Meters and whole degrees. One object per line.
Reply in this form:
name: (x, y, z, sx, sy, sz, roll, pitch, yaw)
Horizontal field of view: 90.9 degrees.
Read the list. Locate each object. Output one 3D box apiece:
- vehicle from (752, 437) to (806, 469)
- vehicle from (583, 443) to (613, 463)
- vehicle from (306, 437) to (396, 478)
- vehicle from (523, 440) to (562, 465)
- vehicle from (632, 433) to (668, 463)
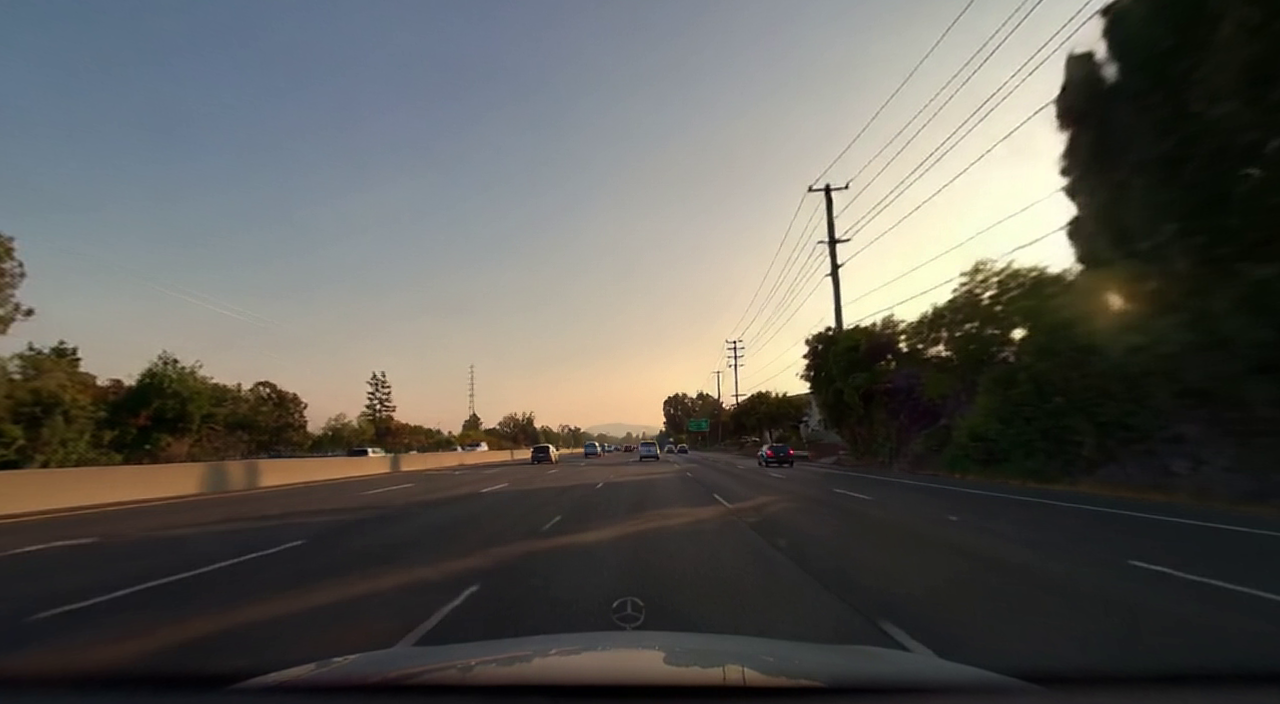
vehicle: (7.691, 5.635, 35.313, 1.937, 1.698, 4.322, 0, -8, -1)
vehicle: (-3.276, 7.931, 49.535, 1.979, 1.469, 4.378, 0, -8, 1)
vehicle: (-14.311, 5.213, 31.544, 2.149, 1.846, 4.713, -1, -8, 1)
vehicle: (-6.994, 7.229, 45.494, 2.007, 1.732, 4.395, 0, -8, 1)
vehicle: (0.751, 7.421, 48.786, 2.622, 2.208, 5.320, 0, -8, 0)
